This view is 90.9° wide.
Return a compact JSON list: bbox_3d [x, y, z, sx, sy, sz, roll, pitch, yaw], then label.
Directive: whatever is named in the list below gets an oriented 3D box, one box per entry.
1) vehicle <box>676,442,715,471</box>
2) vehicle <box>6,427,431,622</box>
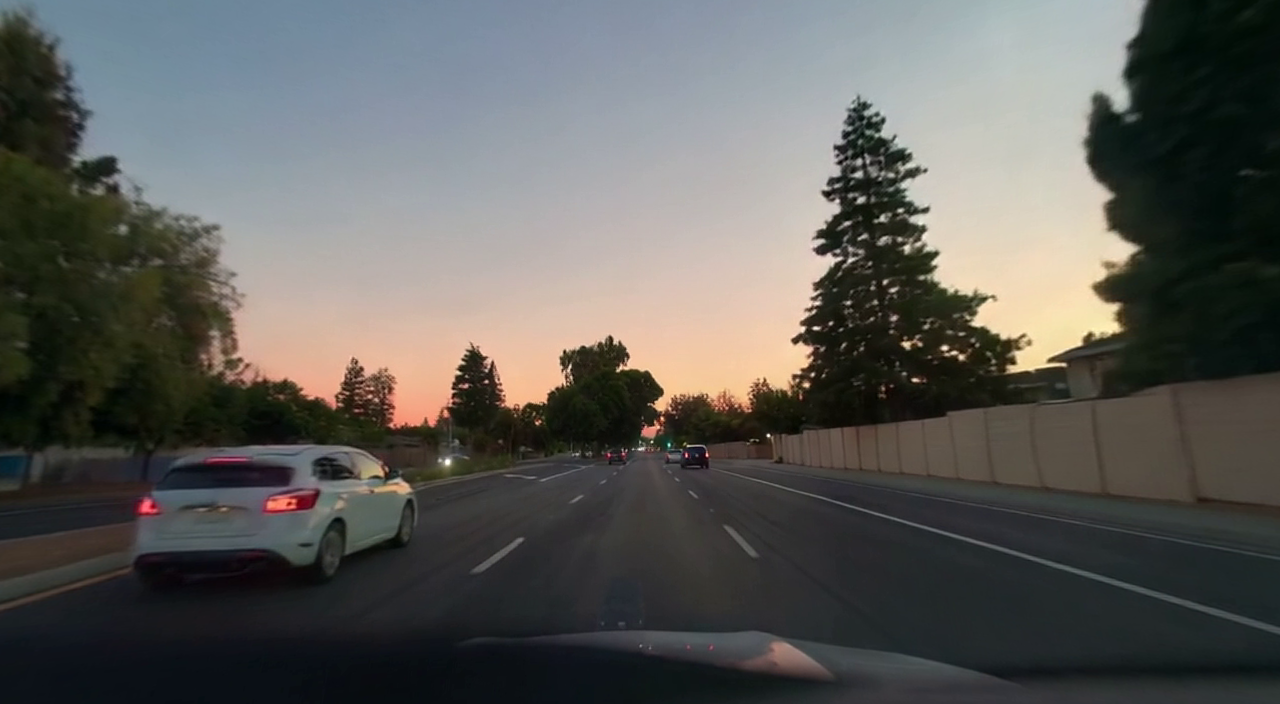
[{"bbox_3d":[3.578,6.849,41.616,2.114,1.780,4.445,0,-8,-1],"label":"vehicle"},{"bbox_3d":[-4.089,1.699,7.286,1.966,1.524,4.410,0,-8,-2],"label":"vehicle"}]
